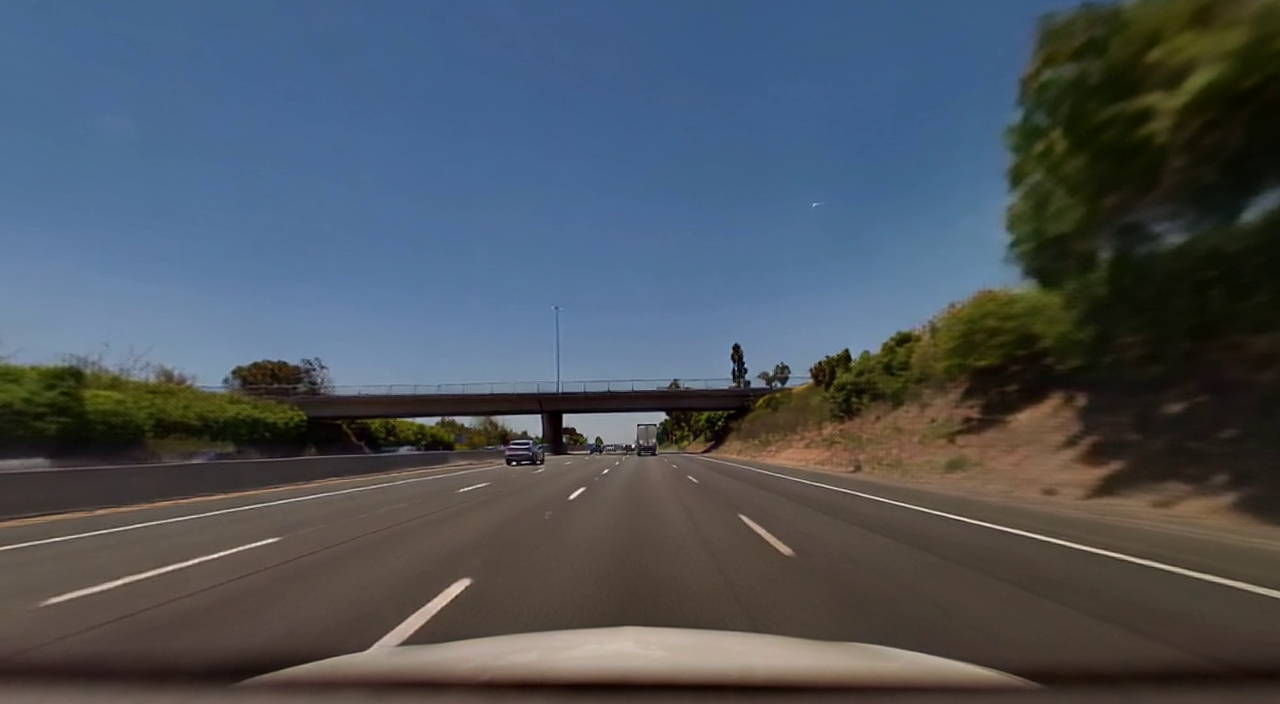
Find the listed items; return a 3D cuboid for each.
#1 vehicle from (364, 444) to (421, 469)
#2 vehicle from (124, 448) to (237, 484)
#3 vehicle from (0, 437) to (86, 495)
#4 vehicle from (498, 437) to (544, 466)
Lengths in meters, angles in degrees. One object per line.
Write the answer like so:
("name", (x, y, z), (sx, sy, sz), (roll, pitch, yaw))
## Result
("vehicle", (-16.276, 6.841, 41.680), (1.892, 1.523, 4.514), (0, -8, 1))
("vehicle", (-23.742, 5.879, 32.903), (2.050, 1.656, 5.131), (0, -8, -1))
("vehicle", (-27.828, 4.985, 28.021), (2.482, 2.376, 4.101), (0, -8, 1))
("vehicle", (-7.255, 6.114, 38.879), (1.981, 1.685, 4.171), (0, -8, 1))
